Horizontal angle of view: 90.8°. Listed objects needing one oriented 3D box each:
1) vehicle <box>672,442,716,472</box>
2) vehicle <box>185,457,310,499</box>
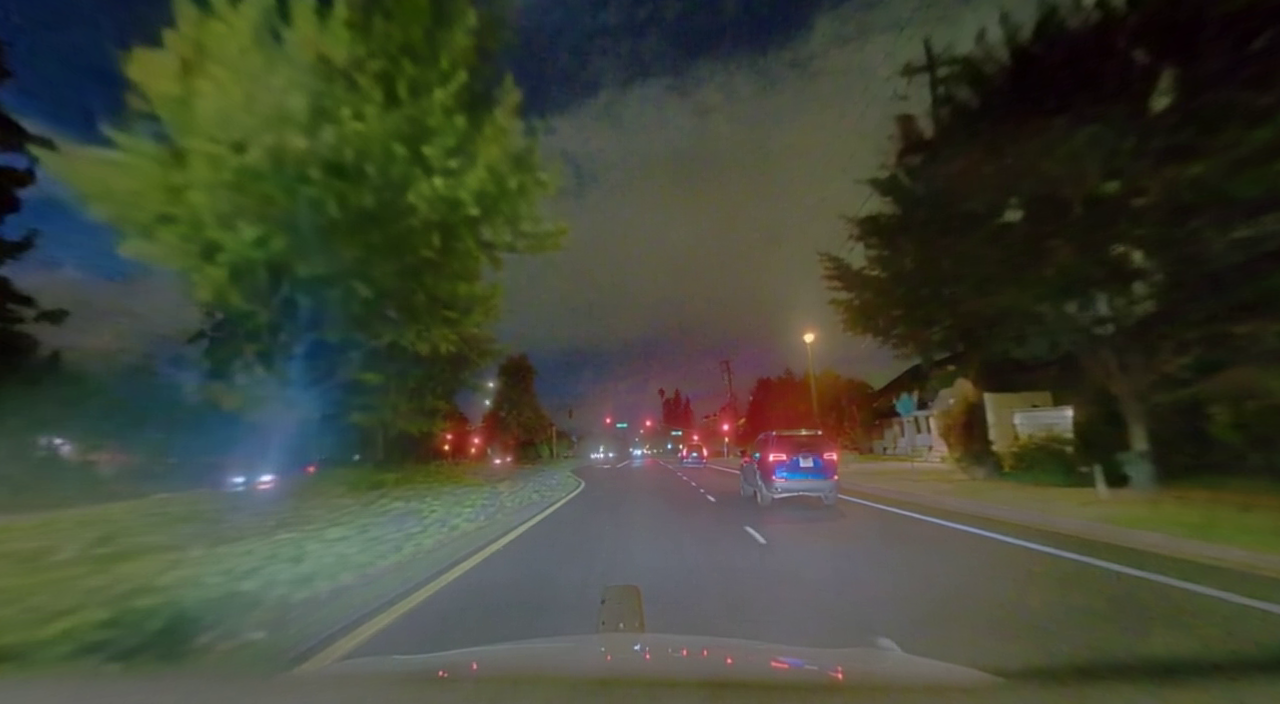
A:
[{"bbox_3d":[3.369,6.710,40.703,2.229,1.795,4.927,0,-9,-2],"label":"vehicle"},{"bbox_3d":[-16.171,5.184,26.410,2.185,1.468,4.735,0,-9,0],"label":"vehicle"}]
